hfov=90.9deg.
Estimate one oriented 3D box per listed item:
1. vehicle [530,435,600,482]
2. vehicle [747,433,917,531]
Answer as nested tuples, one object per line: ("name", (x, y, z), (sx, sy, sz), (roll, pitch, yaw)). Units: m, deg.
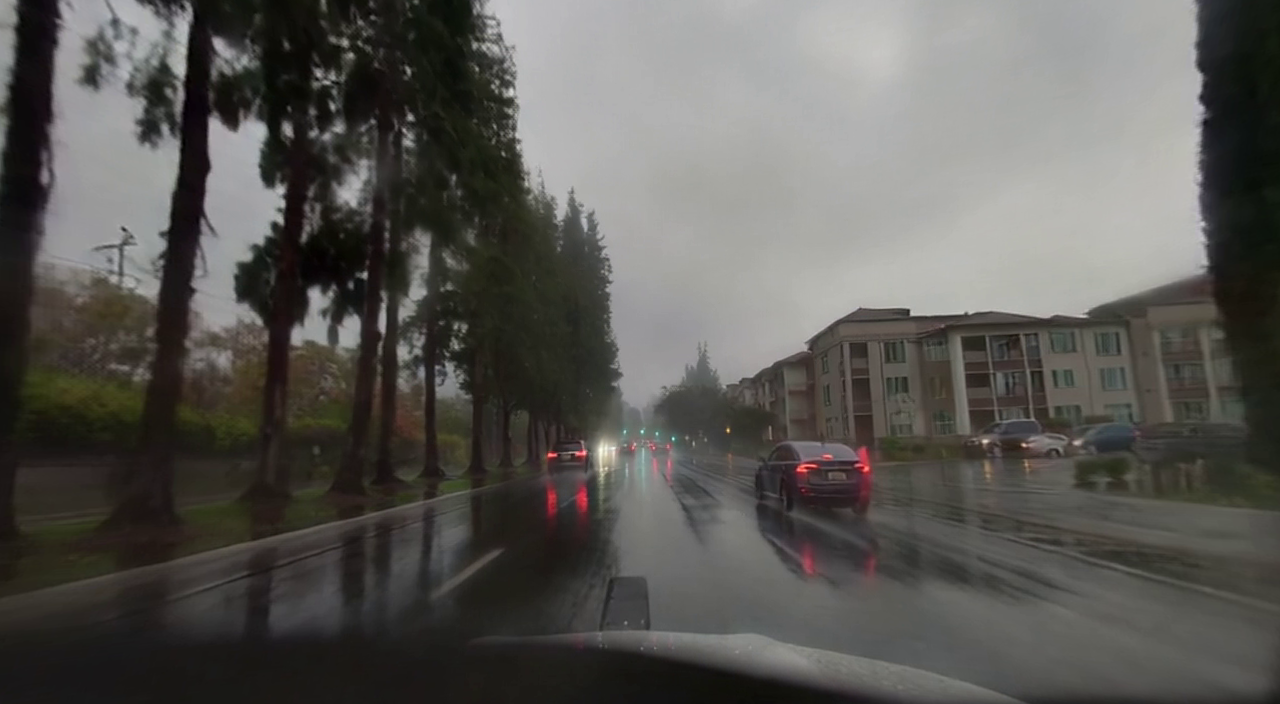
("vehicle", (-3.112, 4.573, 27.275), (2.216, 1.828, 4.886), (-1, -9, 3))
("vehicle", (3.422, 2.391, 12.222), (1.945, 1.530, 4.320), (0, -9, 0))
